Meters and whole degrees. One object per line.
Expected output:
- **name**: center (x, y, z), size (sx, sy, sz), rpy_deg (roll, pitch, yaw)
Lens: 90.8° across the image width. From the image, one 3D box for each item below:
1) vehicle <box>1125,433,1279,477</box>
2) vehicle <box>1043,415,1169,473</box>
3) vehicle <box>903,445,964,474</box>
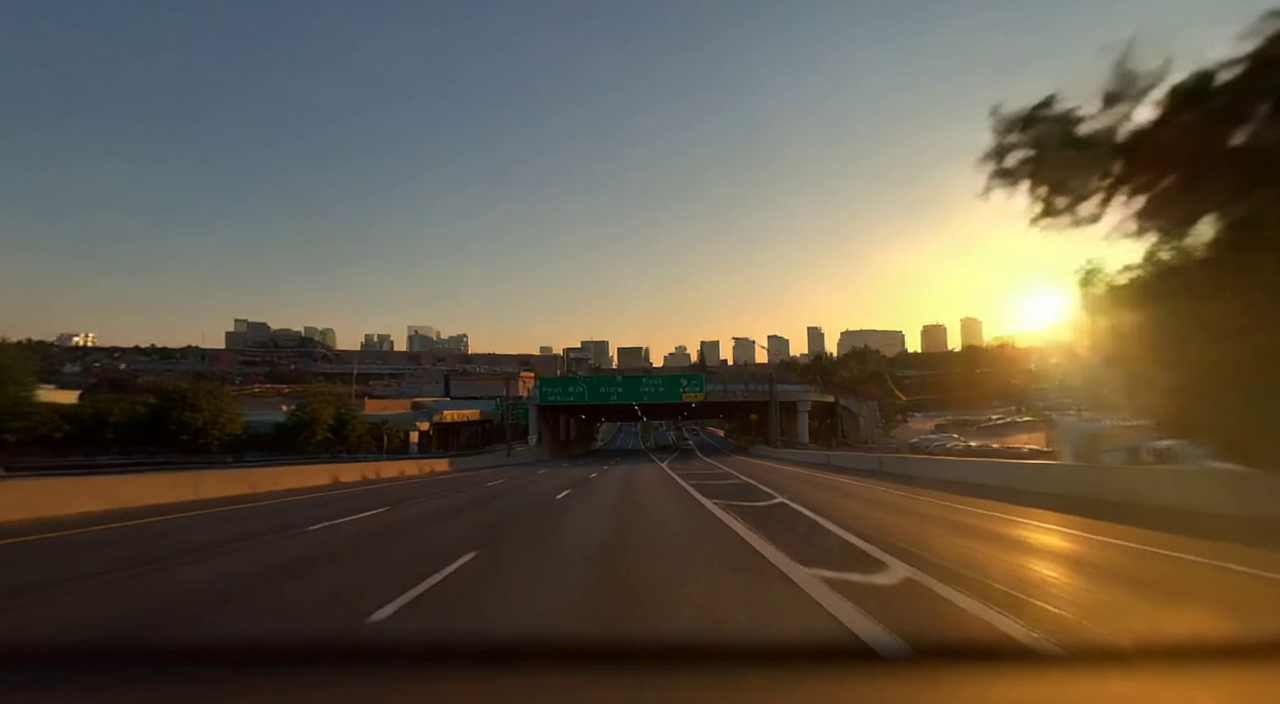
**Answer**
- **vehicle**: center (32.373, 5.907, 36.732), size (2.715, 2.214, 6.889), rpy_deg (-1, -8, -1)
- **vehicle**: center (32.271, 6.435, 44.236), size (2.959, 3.700, 7.391), rpy_deg (1, -8, -1)
- **vehicle**: center (22.448, 8.214, 48.608), size (2.013, 1.958, 5.318), rpy_deg (-1, -8, -1)
